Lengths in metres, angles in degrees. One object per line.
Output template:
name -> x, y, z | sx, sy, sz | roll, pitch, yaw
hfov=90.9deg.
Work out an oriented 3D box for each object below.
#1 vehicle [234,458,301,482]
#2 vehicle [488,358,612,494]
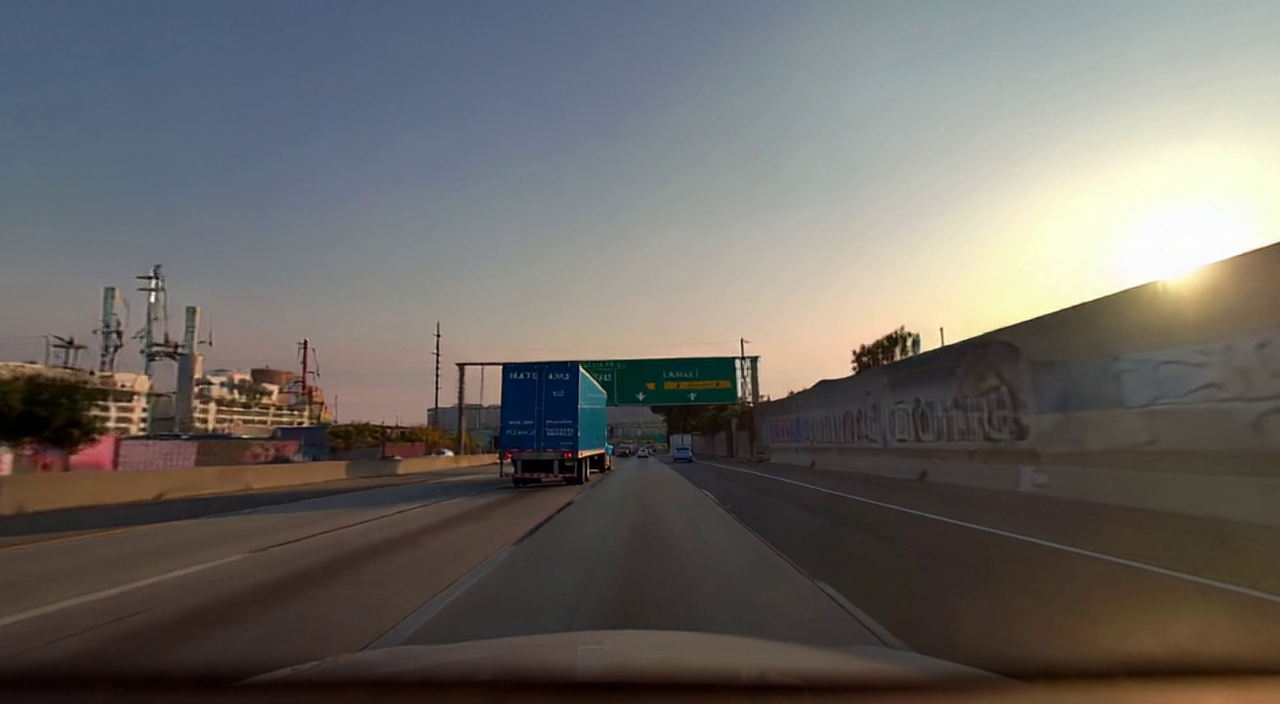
vehicle -> -24.692, 7.801, 42.013 | 1.883, 1.412, 4.102 | 0, -8, 2
vehicle -> -2.906, 2.809, 23.452 | 2.977, 4.048, 8.890 | -1, -8, 2
